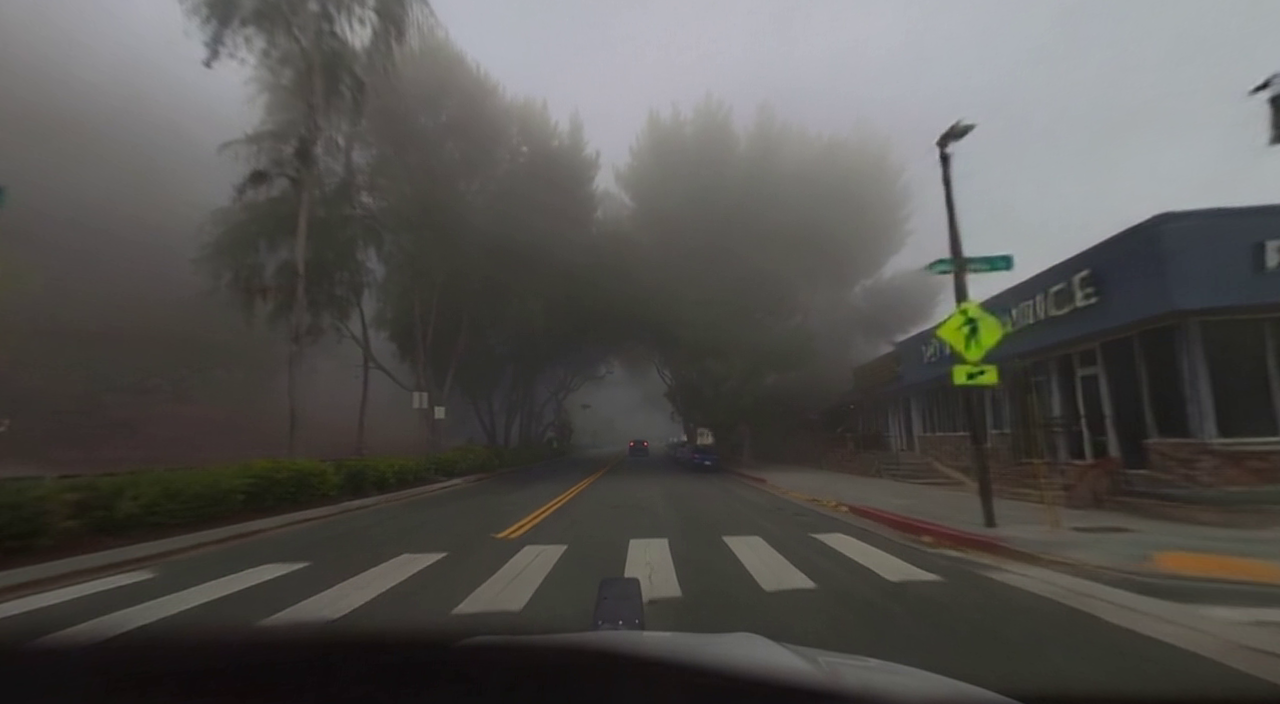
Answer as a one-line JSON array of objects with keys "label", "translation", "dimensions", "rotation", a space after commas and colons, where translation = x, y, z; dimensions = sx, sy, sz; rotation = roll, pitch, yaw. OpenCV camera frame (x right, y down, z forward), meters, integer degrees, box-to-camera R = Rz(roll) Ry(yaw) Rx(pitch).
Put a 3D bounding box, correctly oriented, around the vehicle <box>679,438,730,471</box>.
[{"label": "vehicle", "translation": [3.141, 5.105, 31.607], "dimensions": [2.152, 1.527, 4.010], "rotation": [0, -9, 0]}]
